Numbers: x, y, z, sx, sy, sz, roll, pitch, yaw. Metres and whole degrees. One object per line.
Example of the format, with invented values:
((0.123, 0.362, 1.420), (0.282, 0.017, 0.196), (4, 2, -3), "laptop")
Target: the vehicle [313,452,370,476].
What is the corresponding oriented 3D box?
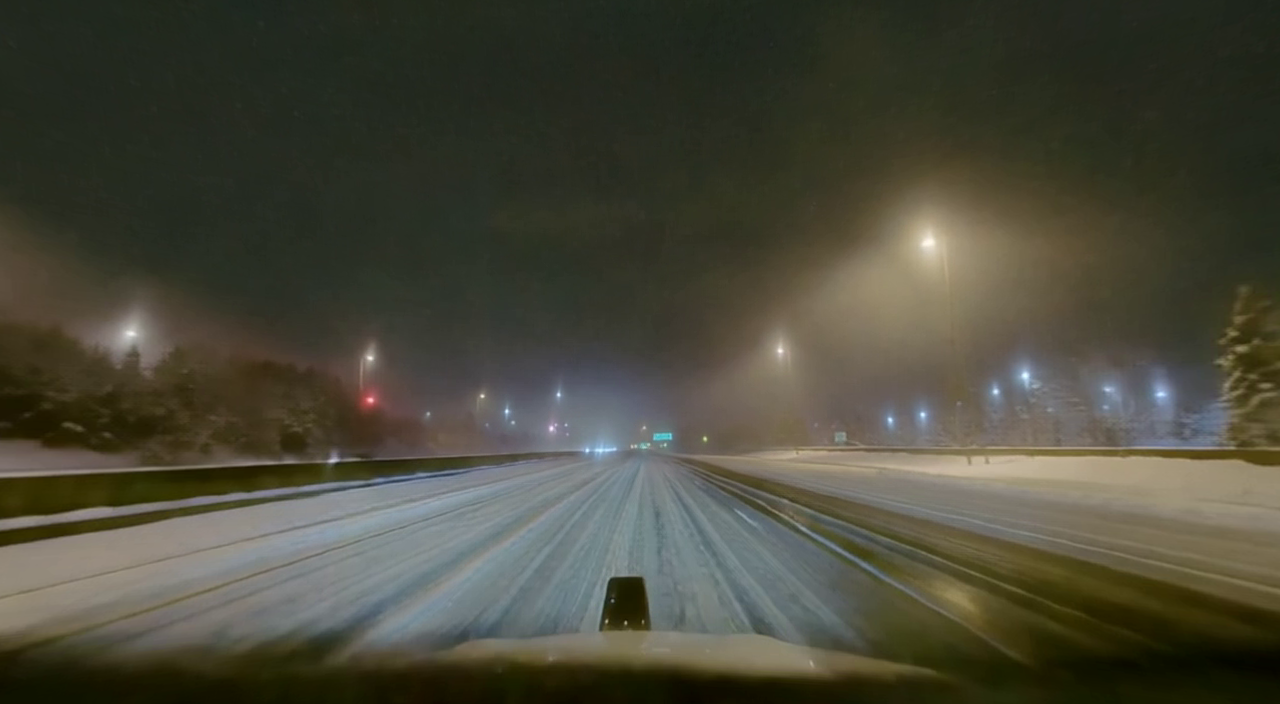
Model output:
((-21.411, 8.014, 45.361), (1.901, 1.552, 4.296), (-1, -8, 1), "vehicle")
